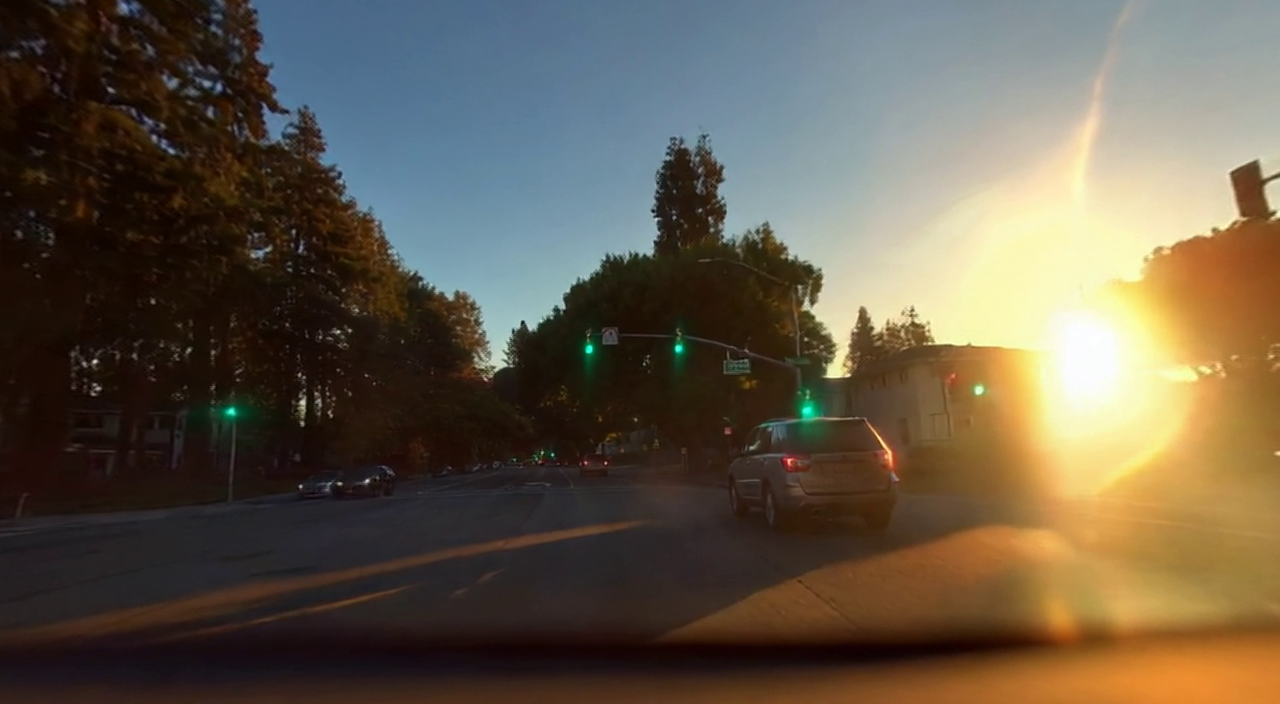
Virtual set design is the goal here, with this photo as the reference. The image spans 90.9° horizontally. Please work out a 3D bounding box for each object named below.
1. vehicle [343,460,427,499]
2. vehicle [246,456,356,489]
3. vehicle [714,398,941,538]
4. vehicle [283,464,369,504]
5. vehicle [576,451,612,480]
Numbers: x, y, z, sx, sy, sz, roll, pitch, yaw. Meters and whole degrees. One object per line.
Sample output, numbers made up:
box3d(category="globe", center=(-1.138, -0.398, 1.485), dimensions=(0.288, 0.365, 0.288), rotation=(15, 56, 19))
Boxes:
box3d(category="vehicle", center=(-11.197, 5.607, 28.049), dimensions=(2.035, 1.475, 4.639), rotation=(0, -9, -4))
box3d(category="vehicle", center=(-21.751, 7.767, 40.682), dimensions=(5.734, 1.950, 2.287), rotation=(1, -9, -6))
box3d(category="vehicle", center=(3.158, 2.144, 12.301), dimensions=(2.338, 2.063, 5.592), rotation=(0, -9, -4))
box3d(category="vehicle", center=(-14.788, 6.217, 30.015), dimensions=(1.955, 1.509, 4.640), rotation=(-3, -9, -3))
box3d(category="vehicle", center=(-3.112, 7.416, 41.571), dimensions=(2.138, 1.729, 4.178), rotation=(1, -9, -7))
